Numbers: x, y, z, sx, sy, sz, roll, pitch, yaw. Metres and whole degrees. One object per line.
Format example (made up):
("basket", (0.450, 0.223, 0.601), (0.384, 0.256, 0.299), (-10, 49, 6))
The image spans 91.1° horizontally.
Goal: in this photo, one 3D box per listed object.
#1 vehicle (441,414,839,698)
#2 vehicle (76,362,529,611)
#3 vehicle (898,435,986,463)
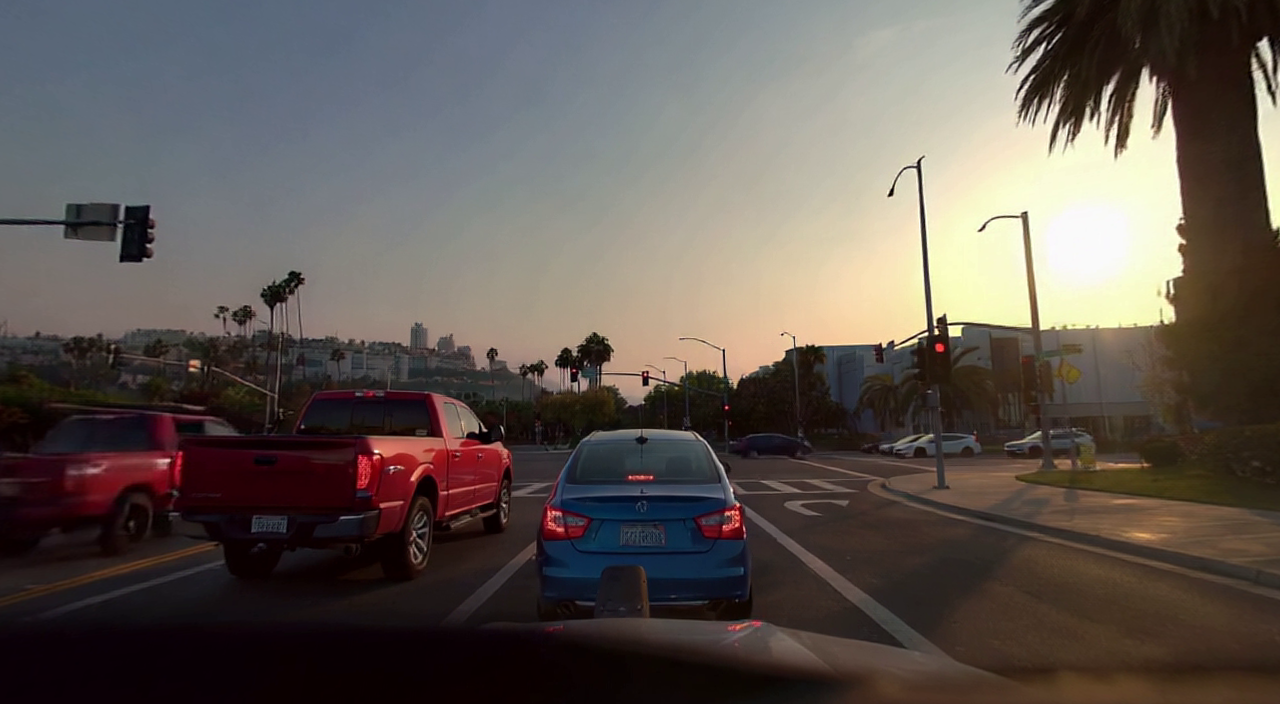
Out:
("vehicle", (0.033, 1.399, 5.511), (2.122, 1.501, 4.152), (0, -8, 1))
("vehicle", (-3.227, 1.481, 7.912), (2.330, 1.969, 5.626), (-1, -8, 3))
("vehicle", (18.838, 6.074, 39.295), (4.466, 1.717, 1.963), (0, -8, 2))
